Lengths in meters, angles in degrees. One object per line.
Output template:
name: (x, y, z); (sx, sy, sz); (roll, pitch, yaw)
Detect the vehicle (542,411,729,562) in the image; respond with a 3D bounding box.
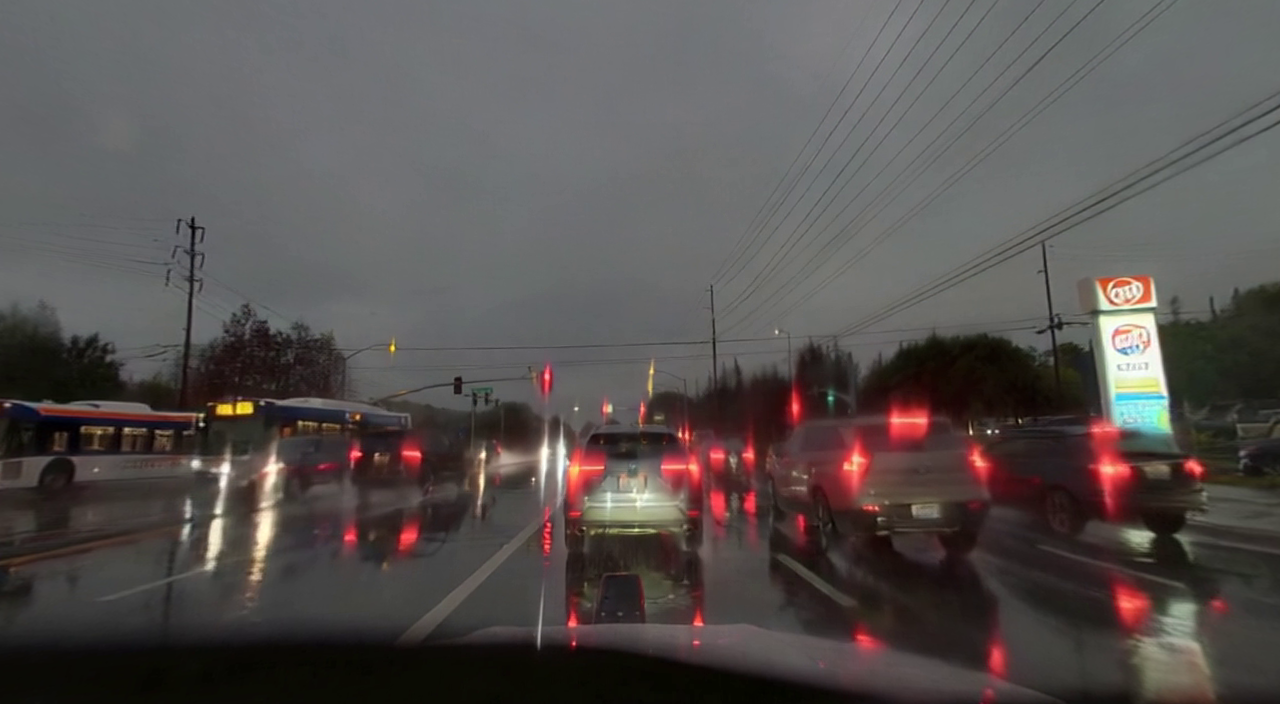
vehicle: (-0.104, 1.818, 9.195); (2.087, 1.677, 4.053); (0, -9, -2)

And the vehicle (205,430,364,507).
vehicle: (-10.219, 3.365, 18.693); (2.163, 1.812, 4.686); (-4, -8, -2)

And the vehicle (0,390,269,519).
vehicle: (-18.902, 3.674, 23.012); (3.010, 3.475, 12.655); (0, -9, 0)

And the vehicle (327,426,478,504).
vehicle: (-6.204, 3.018, 17.319); (2.190, 1.795, 4.993); (0, -9, 0)

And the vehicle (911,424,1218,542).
vehicle: (6.445, 2.024, 10.442); (1.829, 1.494, 4.552); (0, -8, -1)

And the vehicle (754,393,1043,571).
vehicle: (3.041, 1.642, 8.664); (2.049, 1.813, 4.245); (0, -9, -1)
